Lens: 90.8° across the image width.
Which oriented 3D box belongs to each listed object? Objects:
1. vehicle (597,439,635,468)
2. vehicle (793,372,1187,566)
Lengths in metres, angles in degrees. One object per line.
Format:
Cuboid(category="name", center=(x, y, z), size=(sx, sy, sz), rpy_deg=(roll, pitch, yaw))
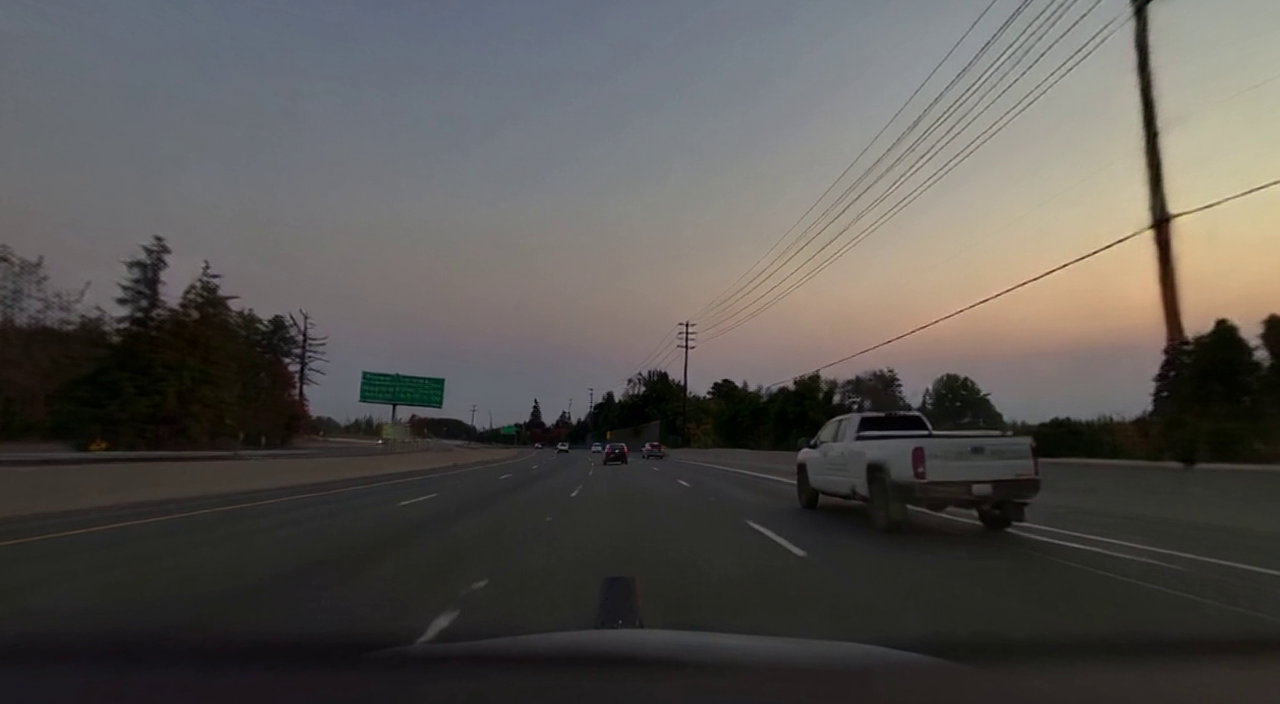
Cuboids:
Cuboid(category="vehicle", center=(-1.574, 6.337, 39.588), size=(2.188, 1.714, 3.921), rpy_deg=(1, -8, -5))
Cuboid(category="vehicle", center=(4.438, 1.666, 9.729), size=(2.504, 2.033, 5.979), rpy_deg=(0, -8, -2))
